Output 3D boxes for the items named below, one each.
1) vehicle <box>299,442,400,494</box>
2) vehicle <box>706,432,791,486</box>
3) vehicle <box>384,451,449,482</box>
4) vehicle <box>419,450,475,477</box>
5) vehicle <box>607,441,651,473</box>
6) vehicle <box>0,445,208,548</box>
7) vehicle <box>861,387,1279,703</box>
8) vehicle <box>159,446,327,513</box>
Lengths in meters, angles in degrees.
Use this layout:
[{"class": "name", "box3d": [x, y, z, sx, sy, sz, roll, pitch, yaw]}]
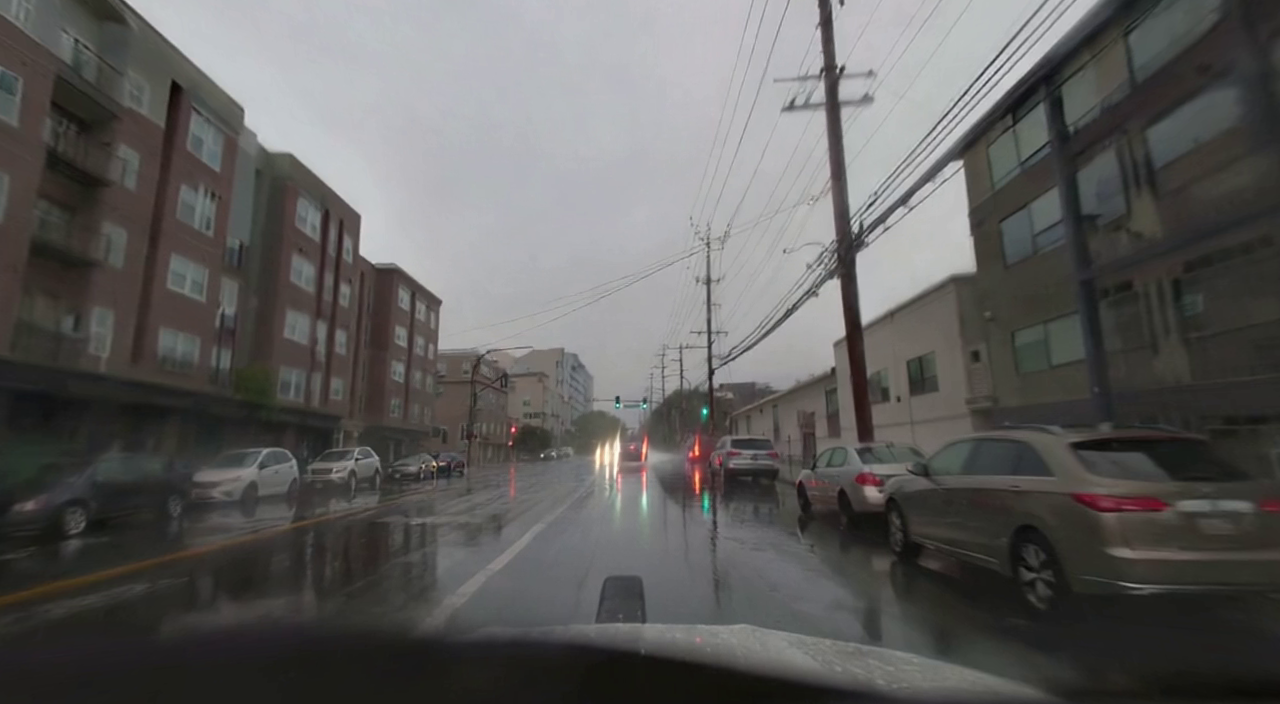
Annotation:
[{"class": "vehicle", "box3d": [-11.778, 4.684, 26.047, 1.997, 1.918, 4.736, 0, -8, -1]}, {"class": "vehicle", "box3d": [3.795, 3.859, 23.029, 2.186, 1.764, 4.470, 0, -8, -2]}, {"class": "vehicle", "box3d": [-11.854, 6.065, 33.754, 2.004, 1.526, 3.807, 0, -8, 1]}, {"class": "vehicle", "box3d": [-11.672, 6.732, 38.544, 1.910, 1.498, 4.662, 0, -8, 1]}, {"class": "vehicle", "box3d": [-0.492, 5.120, 30.952, 2.019, 1.453, 4.129, 0, -8, 1]}, {"class": "vehicle", "box3d": [-11.740, 2.917, 13.524, 1.920, 1.813, 4.372, 0, -8, -1]}, {"class": "vehicle", "box3d": [3.966, 1.381, 5.853, 1.973, 1.660, 5.031, 0, -8, 0]}, {"class": "vehicle", "box3d": [-11.787, 3.754, 19.241, 2.039, 1.781, 4.536, 0, -8, 1]}]
